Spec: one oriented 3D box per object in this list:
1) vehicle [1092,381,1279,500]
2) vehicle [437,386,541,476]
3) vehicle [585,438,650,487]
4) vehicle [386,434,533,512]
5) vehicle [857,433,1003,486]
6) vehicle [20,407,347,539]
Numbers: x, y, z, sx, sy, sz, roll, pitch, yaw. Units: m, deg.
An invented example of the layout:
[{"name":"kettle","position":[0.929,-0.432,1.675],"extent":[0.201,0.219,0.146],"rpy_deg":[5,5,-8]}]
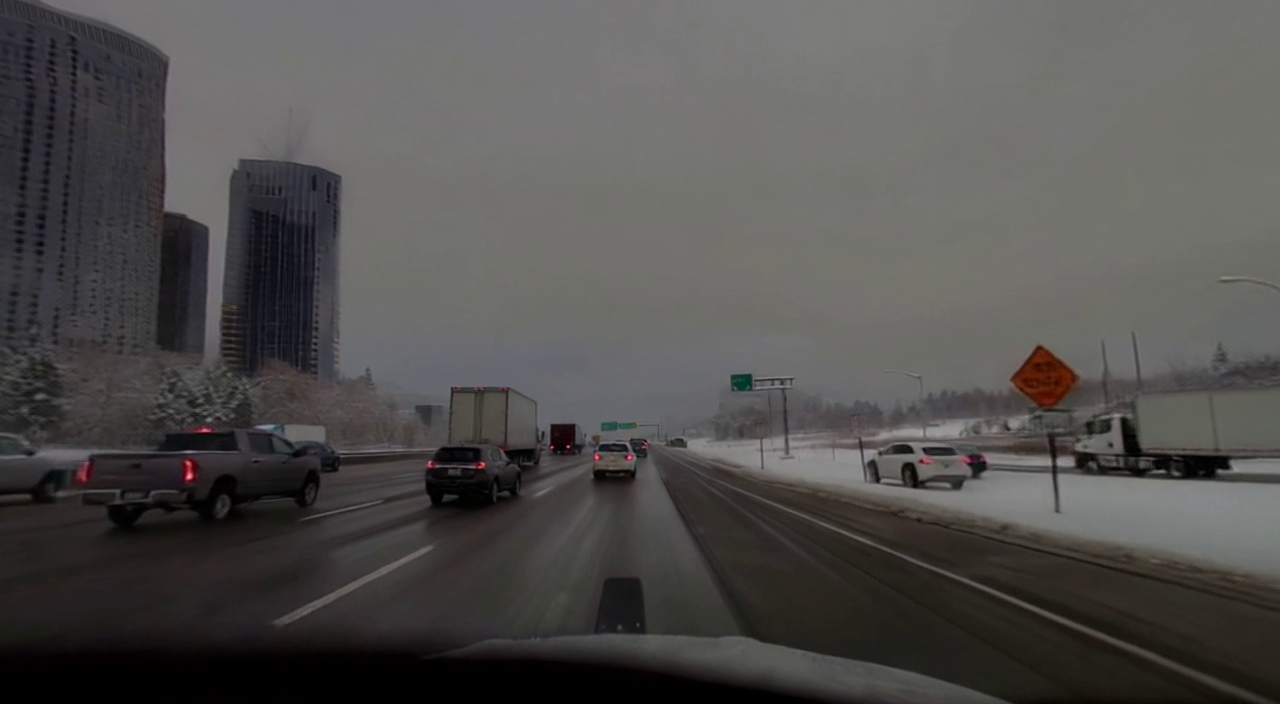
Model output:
[{"name":"vehicle","position":[21.925,3.061,21.725],"extent":[3.015,3.855,9.519],"rpy_deg":[7,-11,-39]},{"name":"vehicle","position":[-6.319,3.581,27.801],"extent":[2.955,3.359,8.322],"rpy_deg":[1,-9,-3]},{"name":"vehicle","position":[-0.675,3.654,21.125],"extent":[1.991,1.488,3.922],"rpy_deg":[0,-9,0]},{"name":"vehicle","position":[-3.900,2.692,14.479],"extent":[2.016,1.497,4.235],"rpy_deg":[0,-9,2]},{"name":"vehicle","position":[11.983,4.471,26.612],"extent":[2.415,1.972,5.572],"rpy_deg":[3,-9,-18]},{"name":"vehicle","position":[-7.536,2.050,11.275],"extent":[2.190,1.821,4.800],"rpy_deg":[0,-9,0]}]
